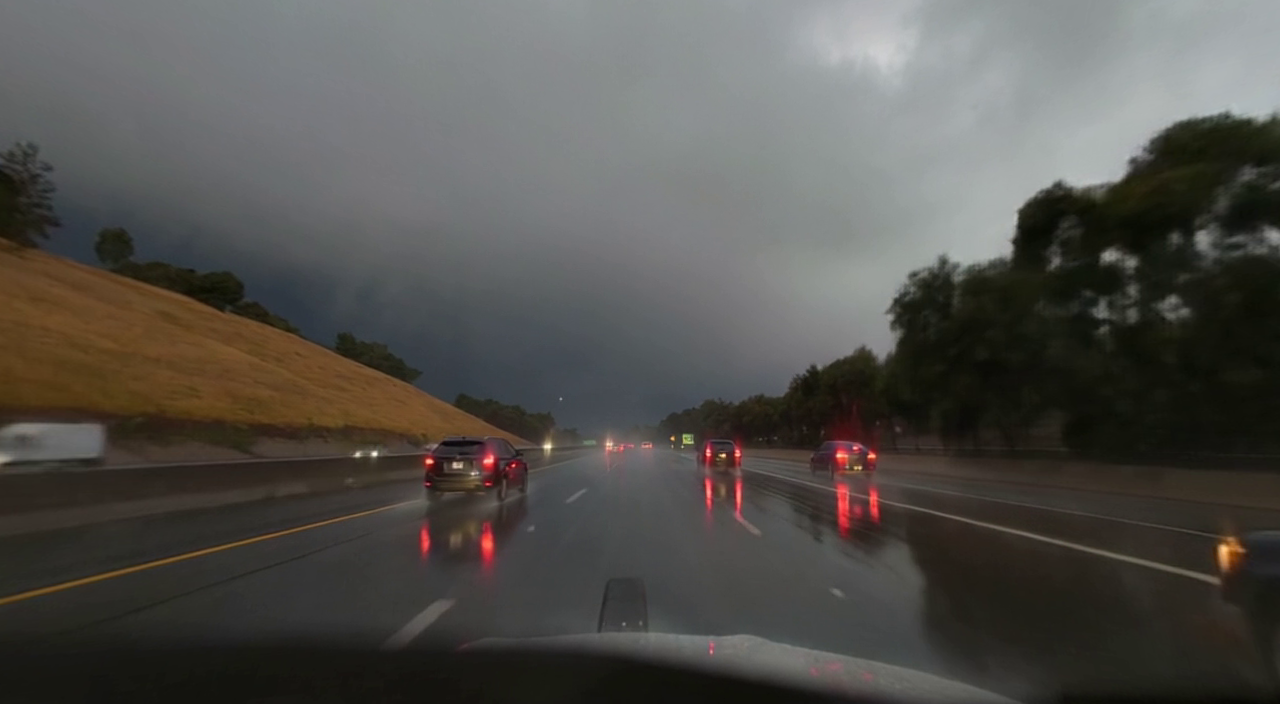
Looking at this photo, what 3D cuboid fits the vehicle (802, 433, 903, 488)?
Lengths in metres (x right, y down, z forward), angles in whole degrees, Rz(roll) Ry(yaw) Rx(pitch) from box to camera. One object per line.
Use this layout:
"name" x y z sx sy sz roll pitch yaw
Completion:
"vehicle" 7.291 3.759 22.146 1.998 1.717 4.338 0 -8 0

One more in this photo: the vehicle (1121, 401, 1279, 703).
"vehicle" 3.458 0.723 1.048 1.941 1.481 4.300 0 -8 1

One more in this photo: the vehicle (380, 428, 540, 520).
"vehicle" -3.701 2.596 13.970 2.166 1.672 4.388 0 -8 1

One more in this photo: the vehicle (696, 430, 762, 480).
"vehicle" 3.671 4.375 27.054 2.121 1.925 5.056 0 -8 0

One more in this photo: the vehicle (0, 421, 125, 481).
"vehicle" -35.183 5.789 37.037 2.759 3.143 8.346 0 -8 0
